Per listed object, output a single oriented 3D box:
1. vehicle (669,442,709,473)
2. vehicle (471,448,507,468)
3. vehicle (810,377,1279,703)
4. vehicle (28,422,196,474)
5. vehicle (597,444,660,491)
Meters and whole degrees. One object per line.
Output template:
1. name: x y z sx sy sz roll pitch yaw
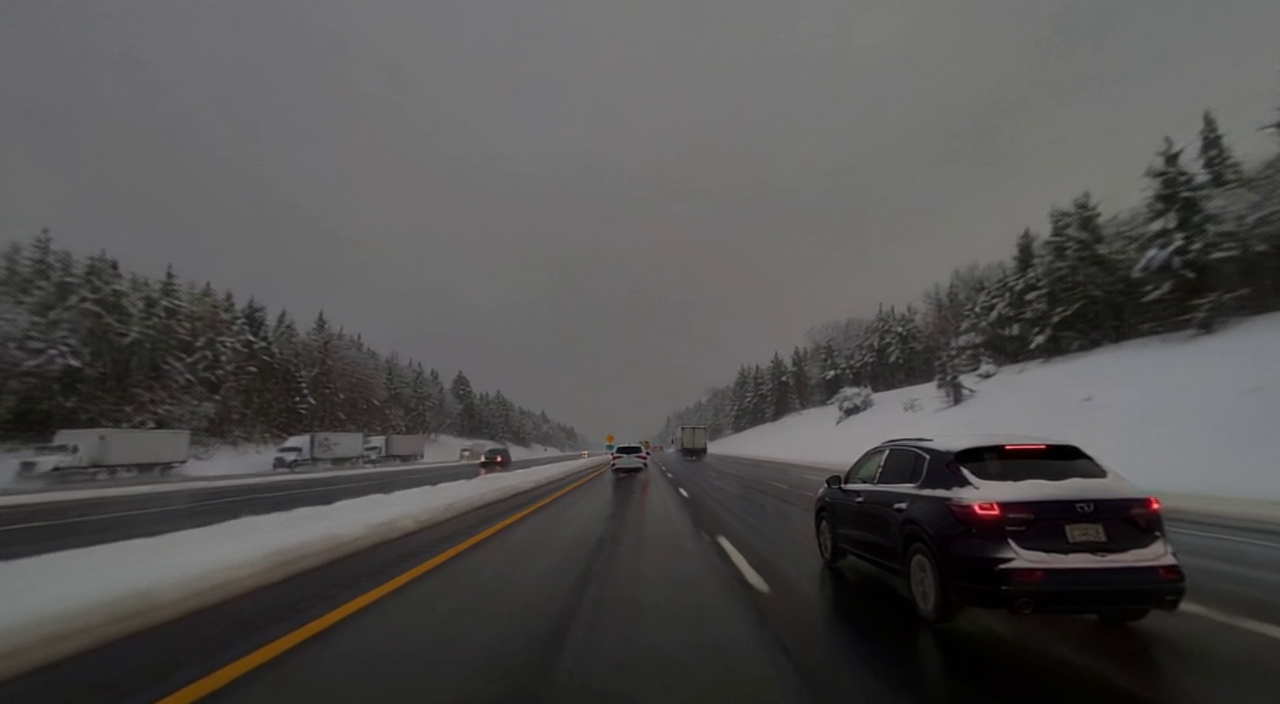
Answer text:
1. vehicle: 2.882 6.304 37.776 2.048 1.704 4.284 0 -9 0
2. vehicle: -11.718 8.270 49.218 1.808 1.491 4.167 0 -9 0
3. vehicle: 2.903 1.210 4.499 1.997 1.534 4.664 0 -9 -1
4. vehicle: -36.223 6.743 44.059 2.726 3.138 10.258 0 -9 1
5. vehicle: -0.376 3.943 21.791 1.970 1.441 3.846 0 -9 -1
